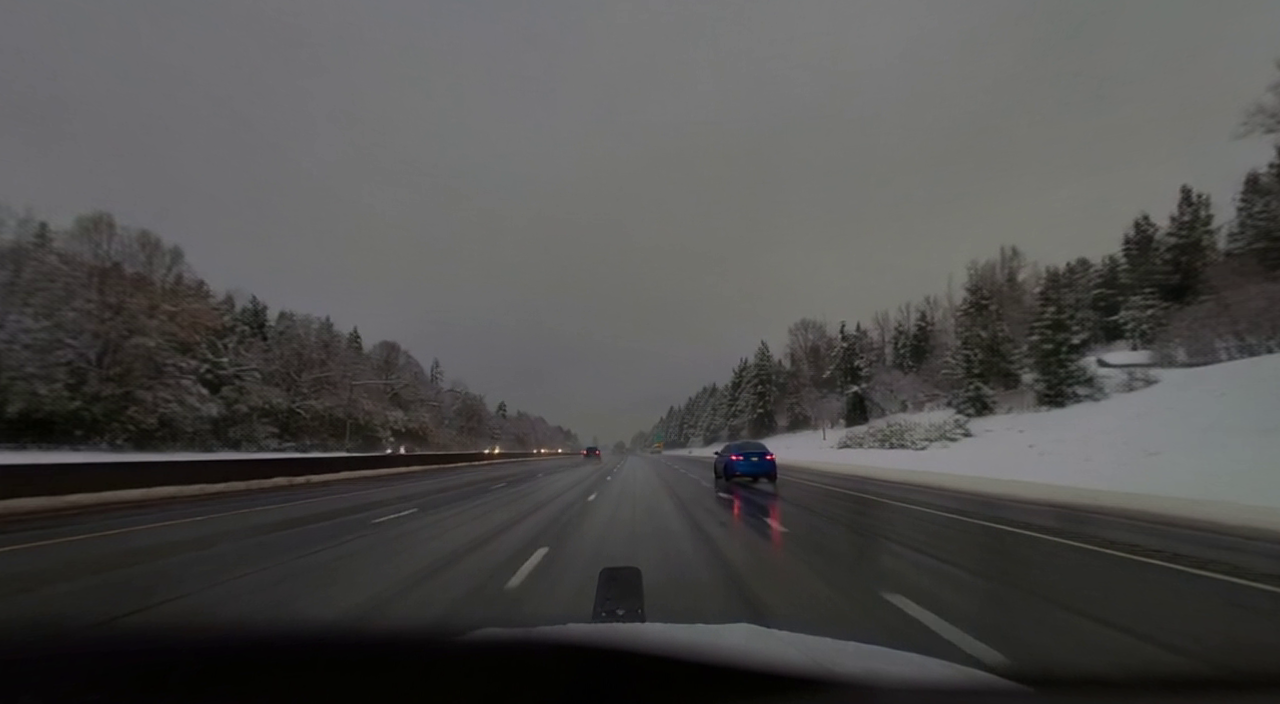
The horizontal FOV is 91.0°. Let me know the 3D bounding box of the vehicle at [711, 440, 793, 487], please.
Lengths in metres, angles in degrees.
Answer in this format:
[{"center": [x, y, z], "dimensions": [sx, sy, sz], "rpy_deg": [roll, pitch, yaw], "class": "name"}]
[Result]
[{"center": [3.854, 3.903, 22.397], "dimensions": [2.033, 1.501, 4.398], "rpy_deg": [0, -9, -1], "class": "vehicle"}]
